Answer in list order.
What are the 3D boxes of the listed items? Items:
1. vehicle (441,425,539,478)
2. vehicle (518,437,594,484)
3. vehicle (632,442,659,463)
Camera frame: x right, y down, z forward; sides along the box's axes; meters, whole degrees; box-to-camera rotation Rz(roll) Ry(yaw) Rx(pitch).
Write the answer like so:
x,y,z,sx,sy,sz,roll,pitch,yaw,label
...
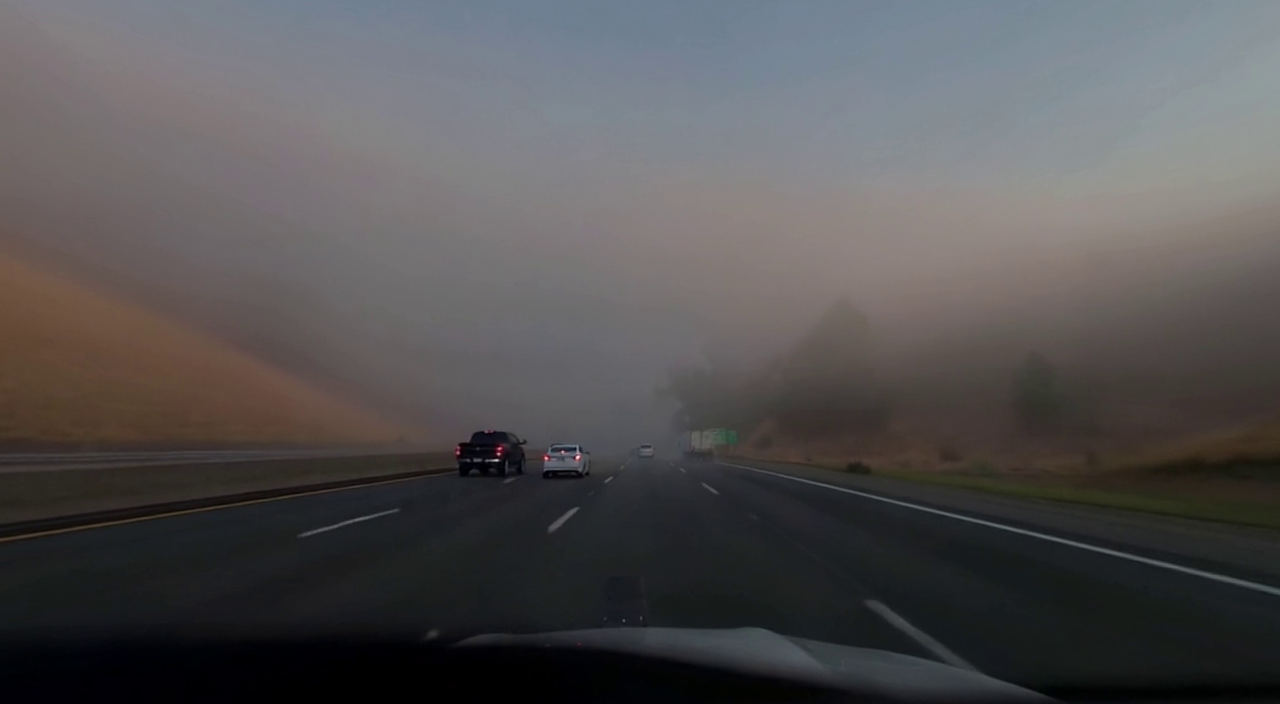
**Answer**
x,y,z,sx,sy,sz,roll,pitch,yaw,label
-6.445,4.404,28.137,2.589,2.063,6.206,0,-8,2,vehicle
-2.971,3.967,23.347,2.091,1.552,4.516,0,-8,1,vehicle
0.454,7.755,48.852,2.031,1.566,3.904,0,-8,1,vehicle
